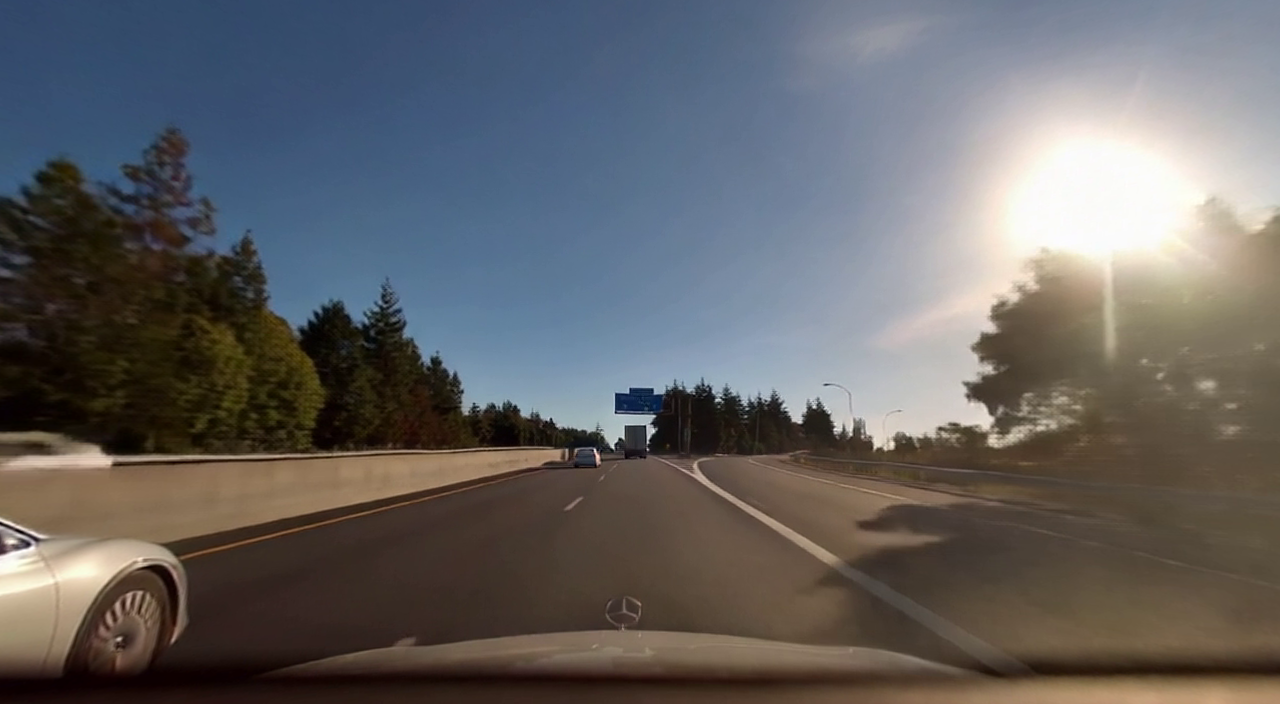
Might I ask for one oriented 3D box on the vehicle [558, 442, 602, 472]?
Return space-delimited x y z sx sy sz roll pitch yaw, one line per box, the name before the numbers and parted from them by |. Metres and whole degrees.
vehicle | -3.389 6.071 36.623 2.184 1.574 5.004 0 -9 -1
